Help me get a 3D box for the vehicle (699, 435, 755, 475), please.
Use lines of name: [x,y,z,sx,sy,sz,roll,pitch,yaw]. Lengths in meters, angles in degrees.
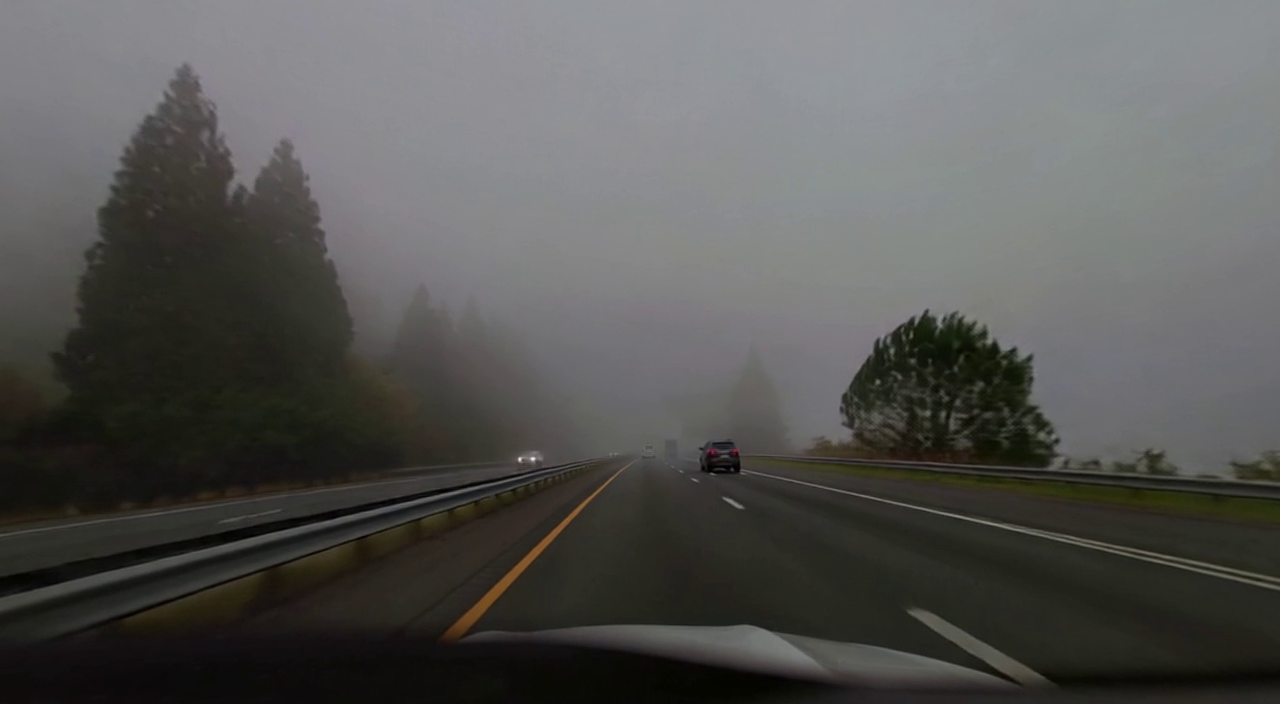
vehicle: [4.596,5.545,34.115,2.189,2.007,4.872,0,-9,-1]
